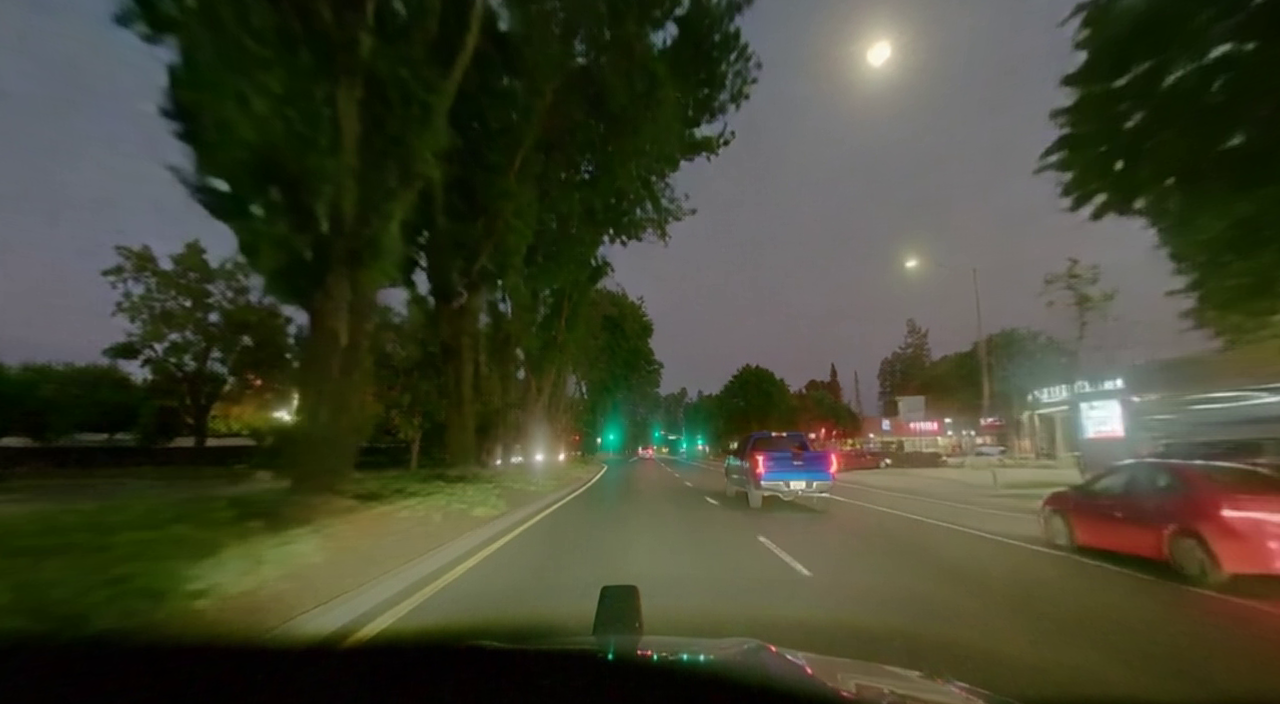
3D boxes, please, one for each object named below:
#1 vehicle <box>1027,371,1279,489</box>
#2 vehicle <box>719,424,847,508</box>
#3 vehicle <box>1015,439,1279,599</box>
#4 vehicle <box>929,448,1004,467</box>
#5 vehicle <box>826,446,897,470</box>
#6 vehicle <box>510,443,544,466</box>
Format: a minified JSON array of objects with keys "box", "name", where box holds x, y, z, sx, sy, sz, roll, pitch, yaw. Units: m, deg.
[{"box":[18.917,2.769,22.076,8.393,3.716,3.472,1,-9,-2],"name":"vehicle"},{"box":[3.495,2.907,16.644,2.138,1.836,5.245,0,-8,0],"name":"vehicle"},{"box":[6.907,1.786,7.445,2.012,1.460,4.812,0,-8,0],"name":"vehicle"},{"box":[25.002,8.074,48.426,4.648,1.444,1.912,0,-8,-1],"name":"vehicle"},{"box":[16.849,8.071,48.175,4.554,1.566,1.925,-3,-9,0],"name":"vehicle"},{"box":[-8.721,7.940,49.014,1.834,1.695,4.129,0,-8,0],"name":"vehicle"}]
